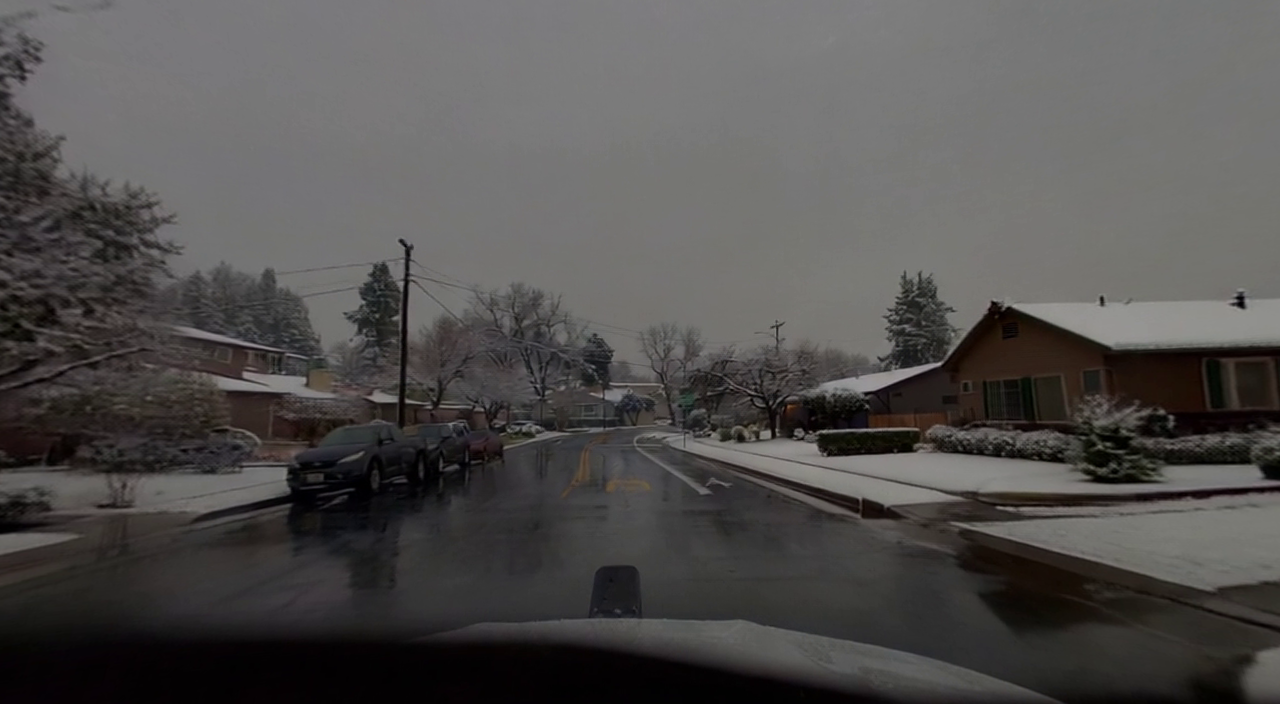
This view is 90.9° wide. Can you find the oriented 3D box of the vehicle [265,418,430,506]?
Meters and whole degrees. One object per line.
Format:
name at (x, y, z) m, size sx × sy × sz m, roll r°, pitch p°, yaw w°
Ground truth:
vehicle at (-6.669, 2.529, 14.998) m, size 2.147 × 1.780 × 4.165 m, roll 0°, pitch -8°, yaw -4°
